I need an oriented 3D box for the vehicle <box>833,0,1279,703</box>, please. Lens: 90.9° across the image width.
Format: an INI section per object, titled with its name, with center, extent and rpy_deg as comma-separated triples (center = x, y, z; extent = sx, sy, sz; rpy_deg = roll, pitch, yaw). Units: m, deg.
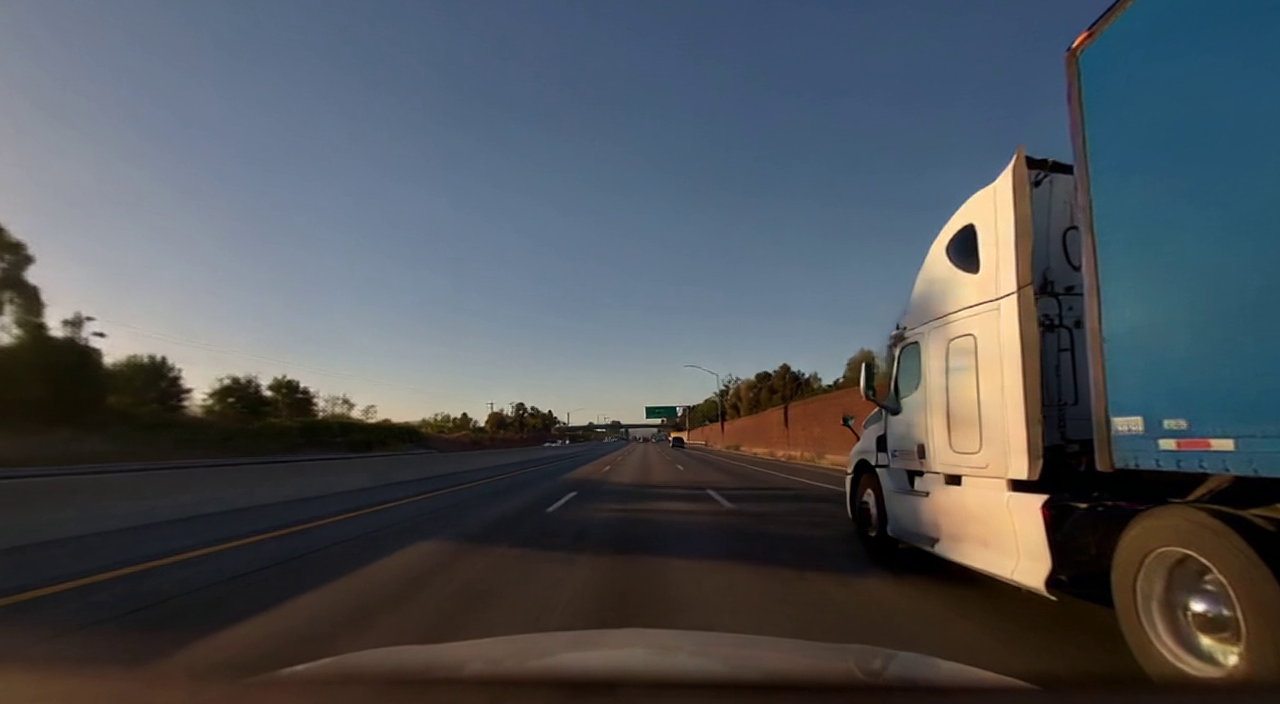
[vehicle]
center = 3.621, -0.224, 2.102
extent = 3.012, 3.768, 8.945
rpy_deg = 0, -8, 0
